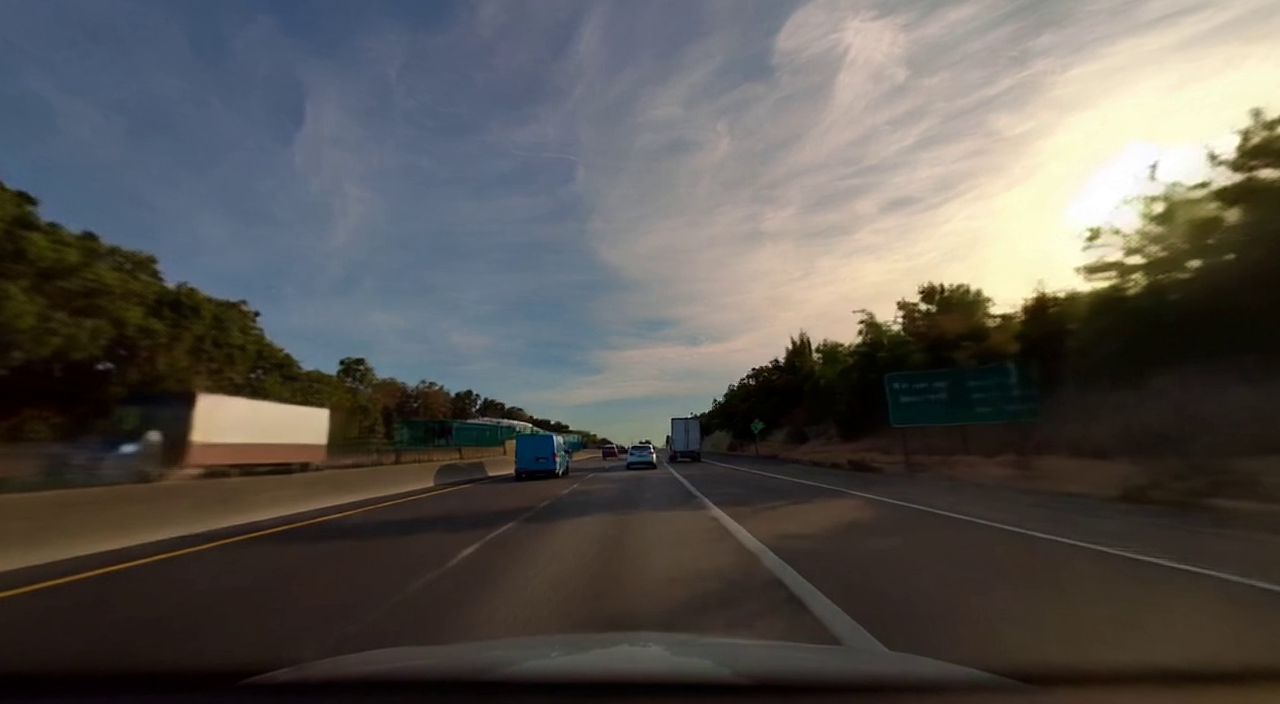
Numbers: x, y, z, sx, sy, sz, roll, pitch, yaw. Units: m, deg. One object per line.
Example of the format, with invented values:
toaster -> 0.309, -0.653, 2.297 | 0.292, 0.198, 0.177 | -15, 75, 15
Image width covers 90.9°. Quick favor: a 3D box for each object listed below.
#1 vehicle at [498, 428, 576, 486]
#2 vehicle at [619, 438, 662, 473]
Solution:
vehicle -> -3.885, 4.087, 24.725 | 2.167, 1.991, 5.062 | 0, -9, 0
vehicle -> 0.039, 5.687, 34.729 | 2.209, 1.825, 4.036 | 0, -9, 0
